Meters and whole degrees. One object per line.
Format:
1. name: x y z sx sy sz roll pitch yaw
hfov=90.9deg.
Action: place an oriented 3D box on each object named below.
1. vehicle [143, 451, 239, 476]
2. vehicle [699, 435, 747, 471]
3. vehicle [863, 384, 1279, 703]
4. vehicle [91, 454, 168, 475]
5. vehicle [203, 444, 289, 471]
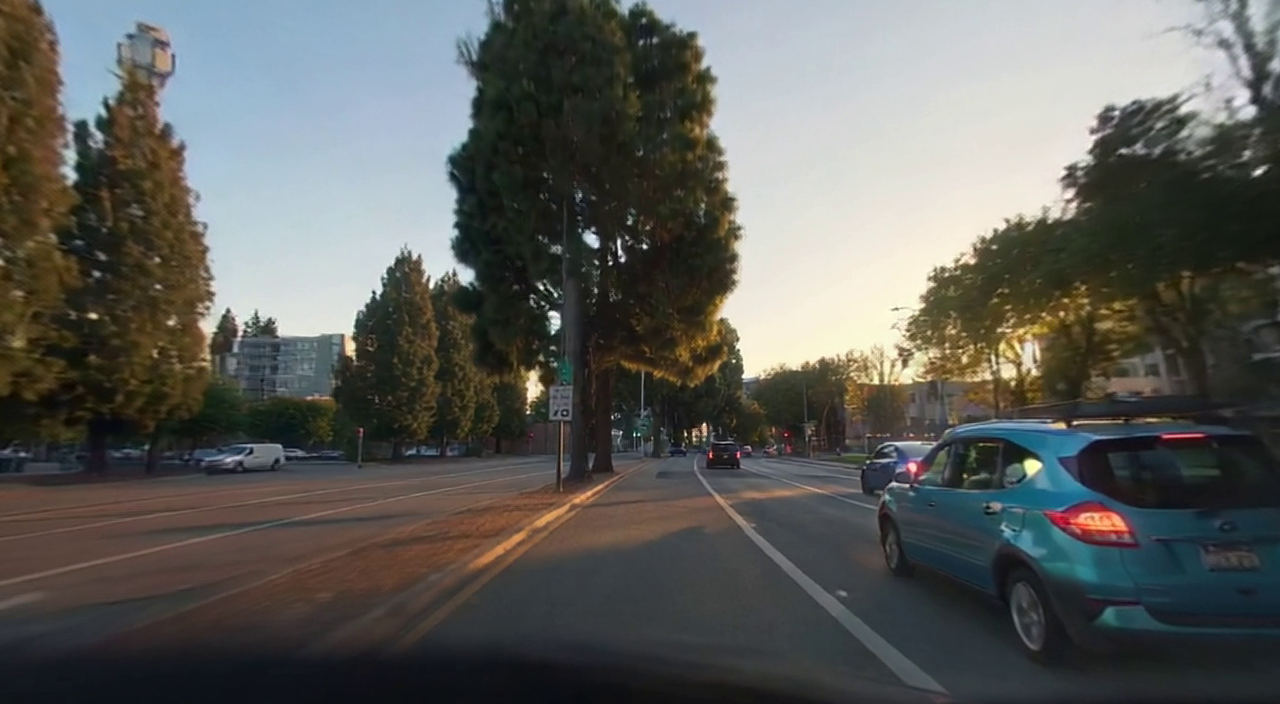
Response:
1. vehicle: -26.634 6.603 37.415 4.384 1.416 1.969 -2 -8 8
2. vehicle: 4.524 5.578 35.021 2.154 1.844 4.634 -1 -8 2
3. vehicle: 3.371 1.243 4.804 1.901 1.634 3.952 -1 -8 1
4. vehicle: -39.067 8.614 48.372 1.868 1.416 4.483 -2 -8 8
5. vehicle: -26.007 6.972 41.686 4.378 1.744 1.981 -1 -8 6
